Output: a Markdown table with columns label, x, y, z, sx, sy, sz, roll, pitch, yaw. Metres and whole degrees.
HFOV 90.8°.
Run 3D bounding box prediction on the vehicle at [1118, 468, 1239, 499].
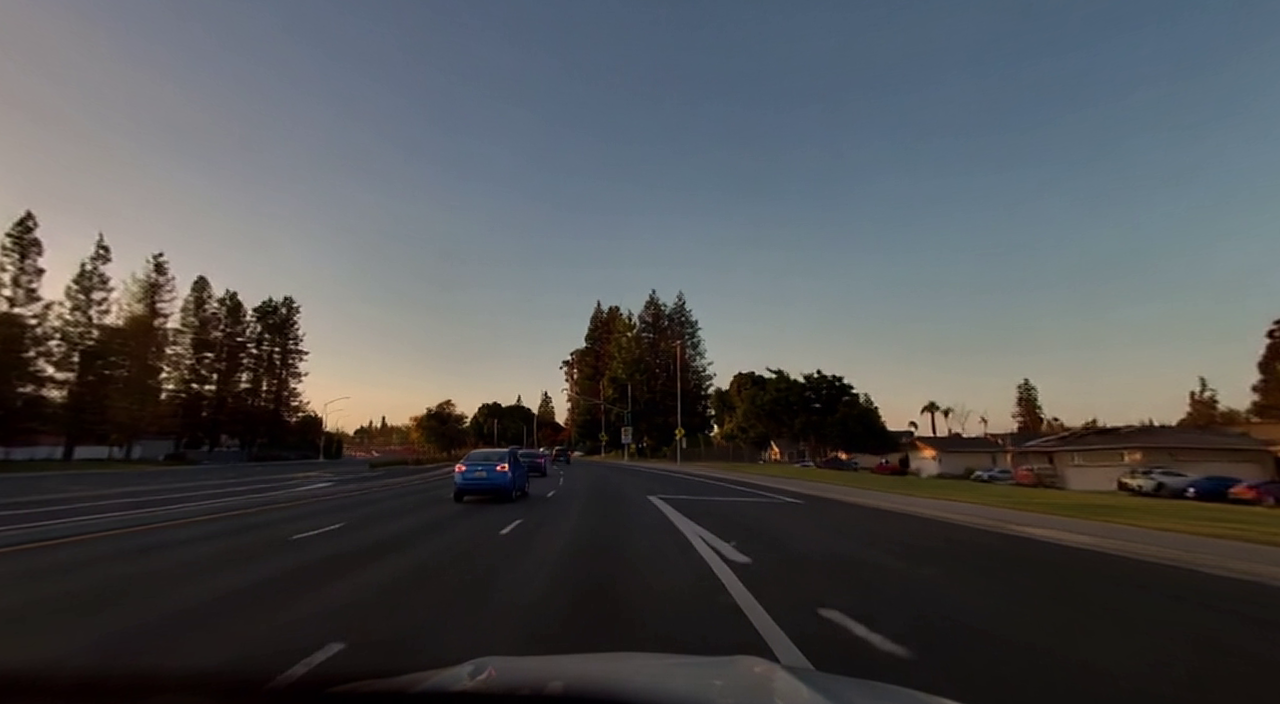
| label | x | y | z | sx | sy | sz | roll | pitch | yaw |
| --- | --- | --- | --- | --- | --- | --- | --- | --- | --- |
| vehicle | 36.179 | 8.836 | 42.806 | 2.105 | 1.703 | 6.354 | 1 | -9 | -7 |

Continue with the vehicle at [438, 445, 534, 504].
| label | x | y | z | sx | sy | sz | roll | pitch | yaw |
| --- | --- | --- | --- | --- | --- | --- | --- | --- | --- |
| vehicle | -4.739 | 3.789 | 20.136 | 2.098 | 1.613 | 4.606 | 0 | -8 | -3 |

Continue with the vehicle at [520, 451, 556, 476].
| label | x | y | z | sx | sy | sz | roll | pitch | yaw |
| --- | --- | --- | --- | --- | --- | --- | --- | --- | --- |
| vehicle | -6.391 | 7.006 | 39.902 | 1.904 | 1.476 | 3.736 | 0 | -8 | -4 |
